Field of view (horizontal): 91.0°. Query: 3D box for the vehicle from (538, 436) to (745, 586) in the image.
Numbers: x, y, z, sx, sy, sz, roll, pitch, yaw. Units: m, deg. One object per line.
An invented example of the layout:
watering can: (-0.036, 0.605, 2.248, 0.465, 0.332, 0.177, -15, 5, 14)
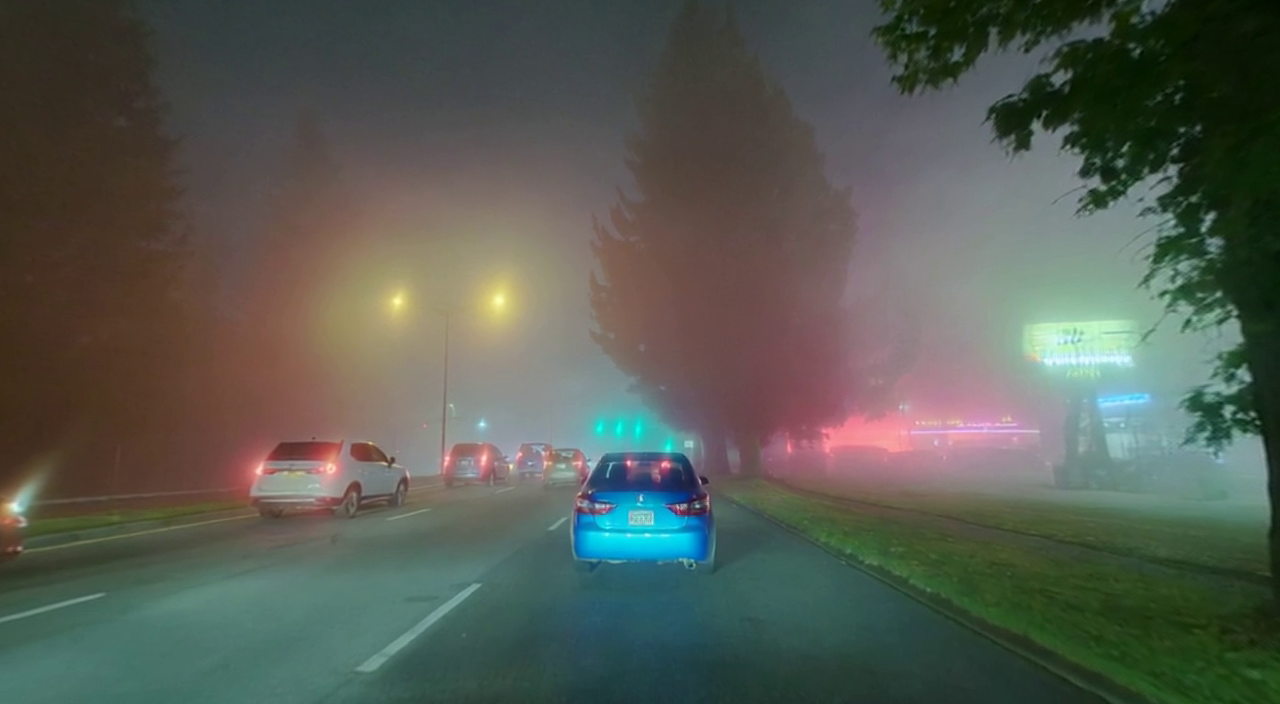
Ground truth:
vehicle: (0.056, 1.906, 8.397, 2.091, 1.494, 3.962, 0, -9, 1)

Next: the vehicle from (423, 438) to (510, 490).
vehicle: (-6.793, 4.425, 25.261, 2.130, 1.900, 4.470, 0, -9, 1)

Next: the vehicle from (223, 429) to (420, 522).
vehicle: (-6.955, 2.731, 14.491, 2.032, 1.767, 4.549, 0, -9, 2)
